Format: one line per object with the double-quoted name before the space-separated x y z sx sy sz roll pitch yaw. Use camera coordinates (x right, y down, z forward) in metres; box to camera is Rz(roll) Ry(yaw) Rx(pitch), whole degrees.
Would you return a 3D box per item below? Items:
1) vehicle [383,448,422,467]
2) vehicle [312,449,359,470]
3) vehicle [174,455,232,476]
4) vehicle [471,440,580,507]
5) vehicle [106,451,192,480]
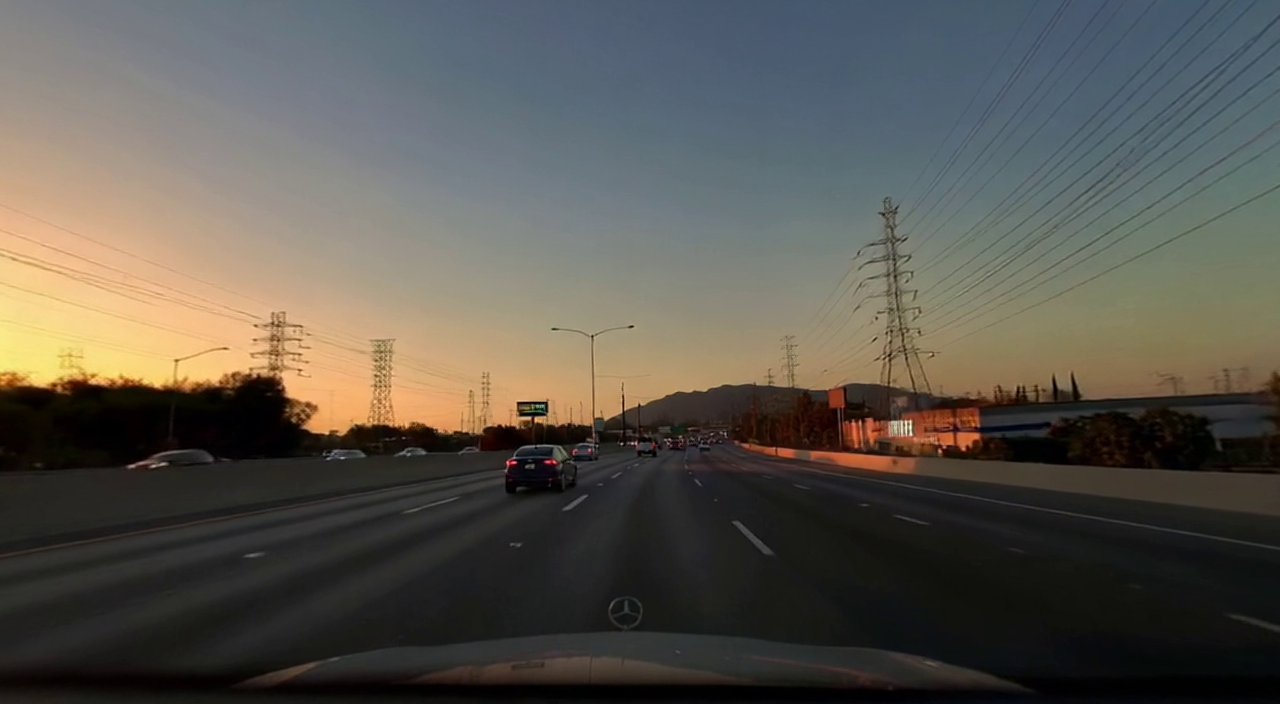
"vehicle" -18.270 8.086 48.592 1.472 1.365 3.348 0 -8 4
"vehicle" -22.084 7.783 45.896 1.605 1.392 3.428 0 -8 2
"vehicle" -31.572 8.208 45.644 1.535 1.347 3.388 0 -8 4
"vehicle" -2.723 2.980 15.960 1.891 1.444 3.968 0 -8 2
"vehicle" -26.119 6.022 33.677 1.592 1.384 3.543 0 -8 2
